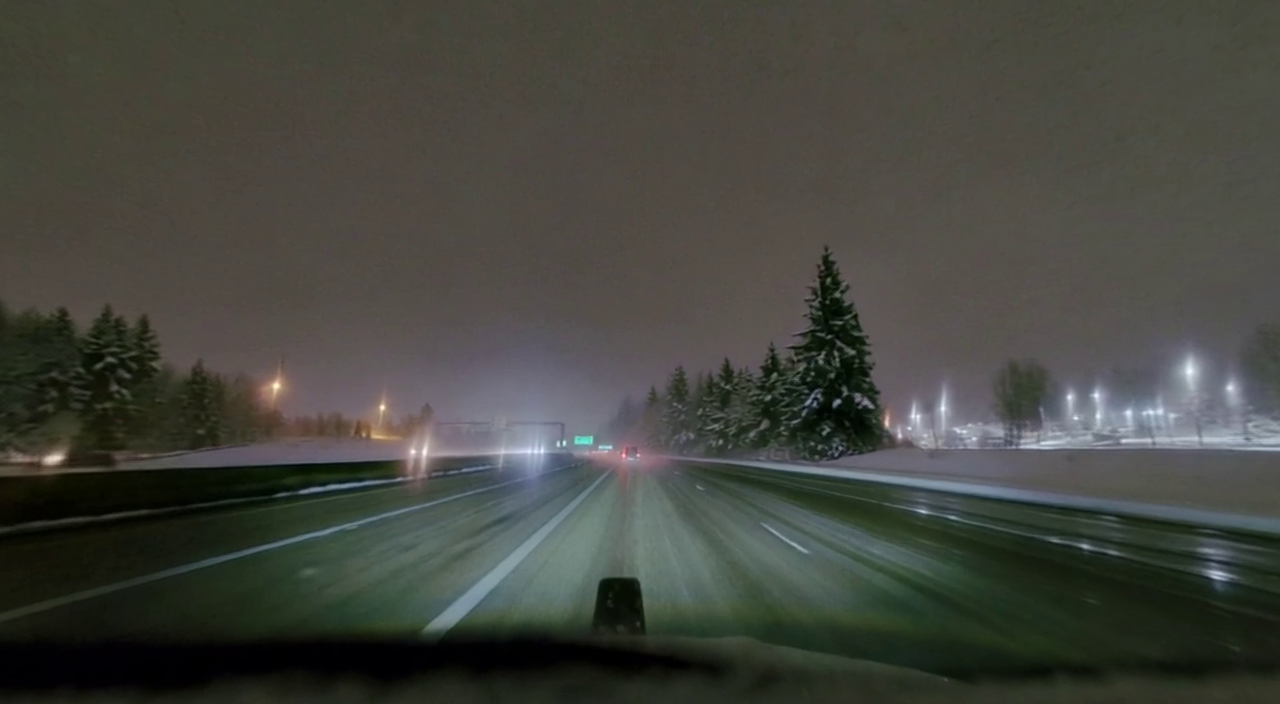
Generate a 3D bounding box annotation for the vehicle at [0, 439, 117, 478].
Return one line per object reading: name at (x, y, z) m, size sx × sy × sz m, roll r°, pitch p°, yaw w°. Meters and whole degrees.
vehicle at (-24.607, 4.389, 26.237) m, size 1.834 × 1.458 × 4.546 m, roll 0°, pitch -9°, yaw 0°
